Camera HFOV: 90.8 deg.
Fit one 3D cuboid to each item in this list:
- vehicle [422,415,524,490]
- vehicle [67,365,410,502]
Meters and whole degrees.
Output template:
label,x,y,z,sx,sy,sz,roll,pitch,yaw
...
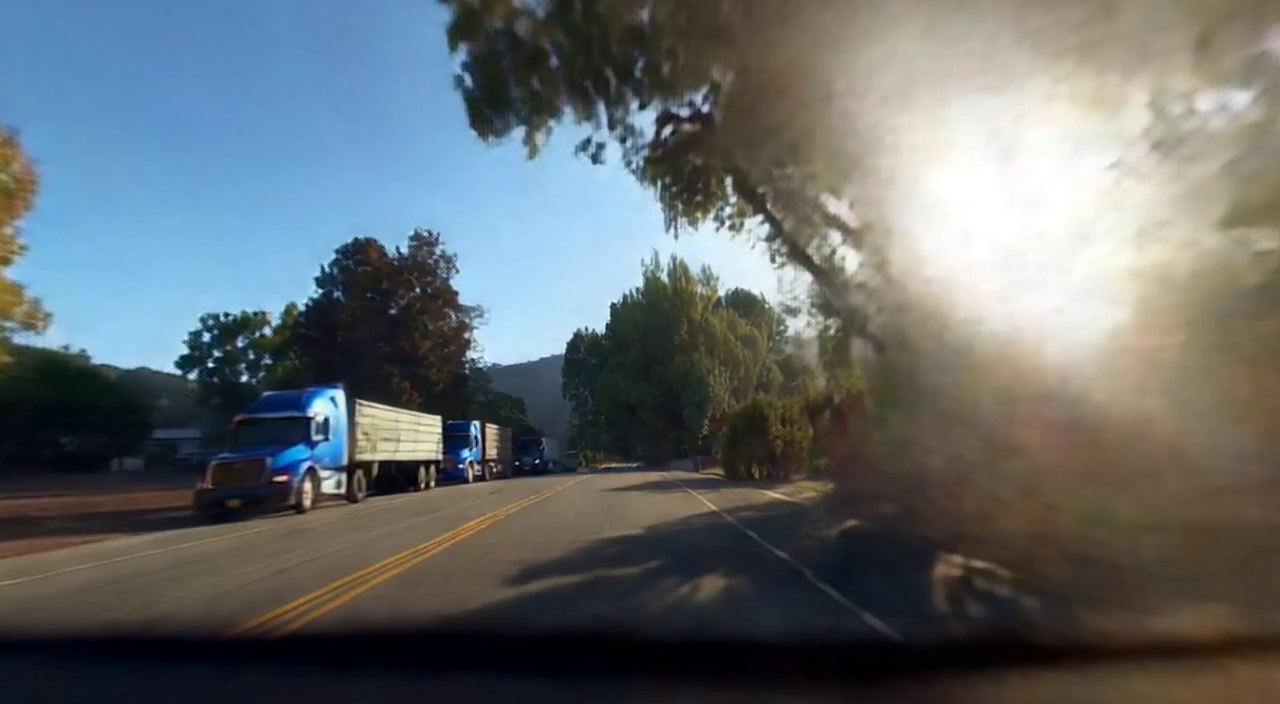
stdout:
label,x,y,z,sx,sy,sz,roll,pitch,yaw
vehicle,-8.402,5.094,33.263,2.788,3.365,9.652,0,-7,0
vehicle,-11.871,3.085,20.734,5.596,3.130,8.972,-4,-13,-2
